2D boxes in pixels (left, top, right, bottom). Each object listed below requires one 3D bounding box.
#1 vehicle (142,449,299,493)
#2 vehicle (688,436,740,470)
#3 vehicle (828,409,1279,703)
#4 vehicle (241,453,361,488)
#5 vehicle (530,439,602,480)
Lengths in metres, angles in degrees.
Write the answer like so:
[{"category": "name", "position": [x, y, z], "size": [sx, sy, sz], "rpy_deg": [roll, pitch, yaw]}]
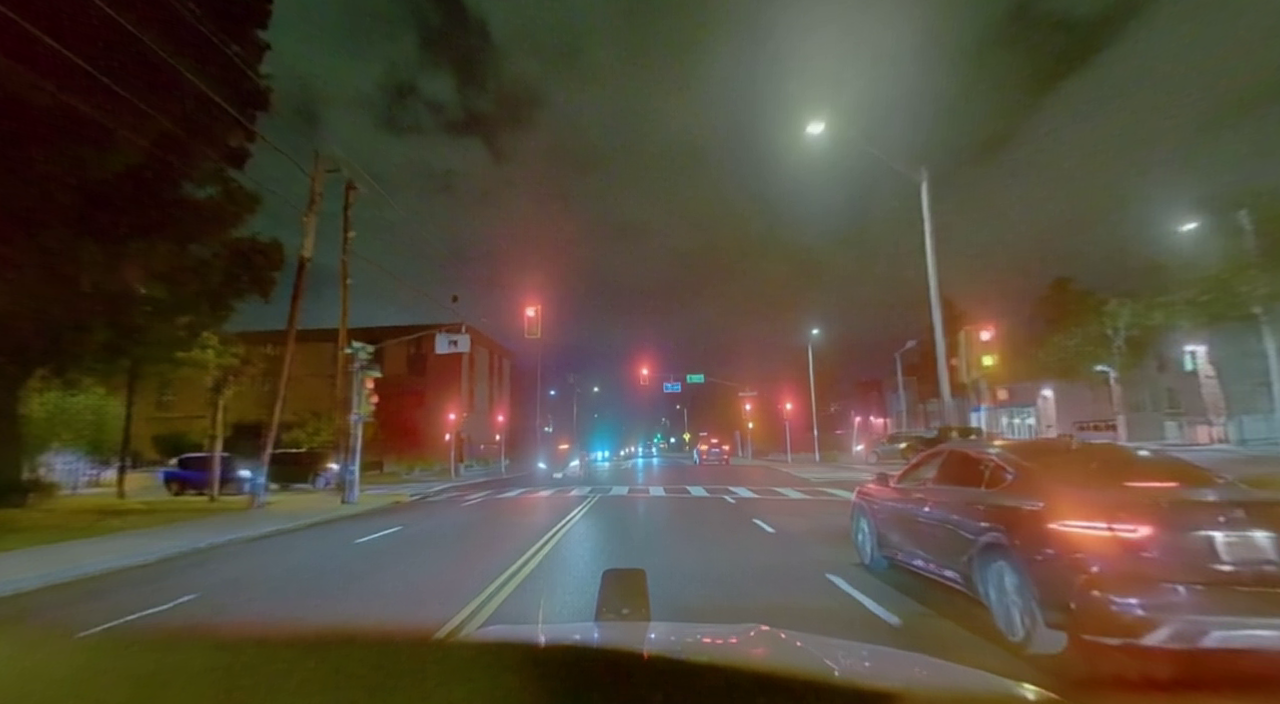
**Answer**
[{"category": "vehicle", "position": [-18.028, 5.119, 27.241], "size": [5.361, 1.767, 2.179], "rpy_deg": [-1, -9, 5]}, {"category": "vehicle", "position": [3.650, 5.135, 32.076], "size": [2.035, 1.564, 4.719], "rpy_deg": [0, -9, -1]}, {"category": "vehicle", "position": [3.308, 1.354, 5.072], "size": [2.072, 1.471, 4.834], "rpy_deg": [0, -9, 0]}, {"category": "vehicle", "position": [-16.148, 5.641, 30.145], "size": [4.540, 1.546, 2.157], "rpy_deg": [-2, -9, 8]}, {"category": "vehicle", "position": [-3.238, 4.870, 28.811], "size": [2.519, 1.689, 5.200], "rpy_deg": [0, -9, 1]}]
